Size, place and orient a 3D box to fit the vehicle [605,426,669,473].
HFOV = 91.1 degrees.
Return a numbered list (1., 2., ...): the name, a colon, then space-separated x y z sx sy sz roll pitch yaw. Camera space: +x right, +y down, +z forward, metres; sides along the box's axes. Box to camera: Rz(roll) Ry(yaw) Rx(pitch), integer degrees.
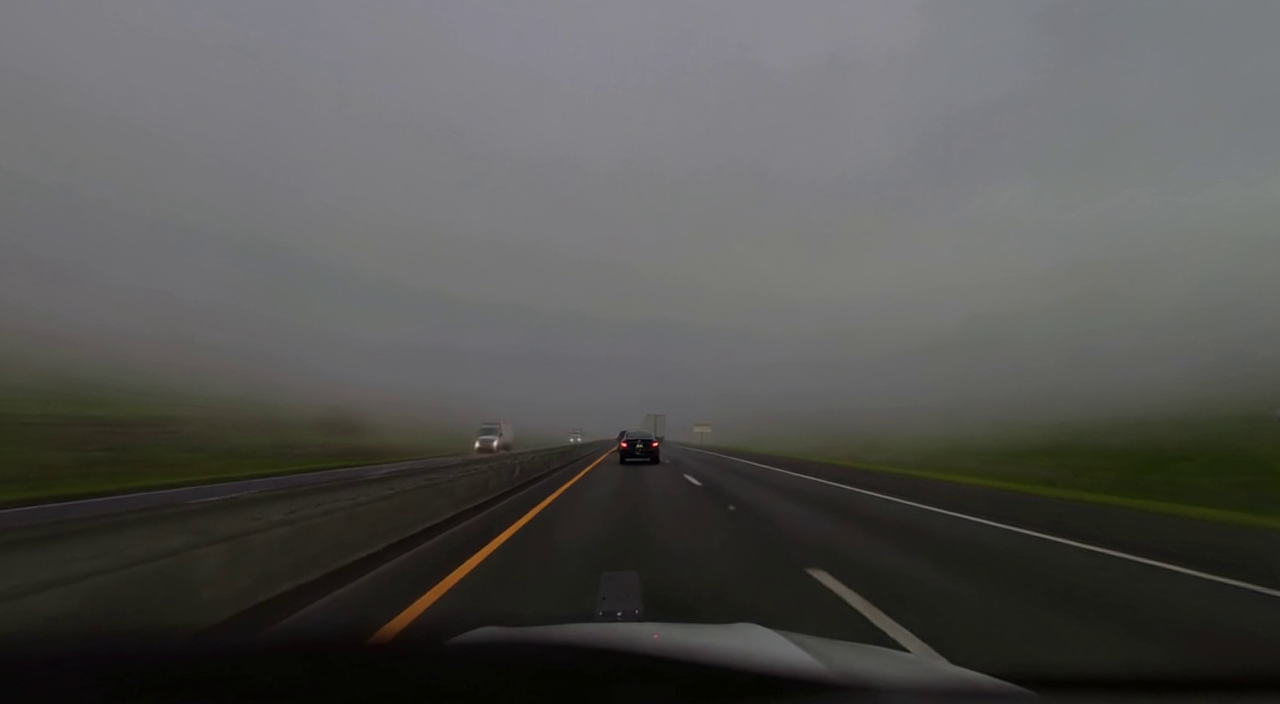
1. vehicle: -0.145 3.702 24.233 2.216 1.623 4.220 0 -8 -1
